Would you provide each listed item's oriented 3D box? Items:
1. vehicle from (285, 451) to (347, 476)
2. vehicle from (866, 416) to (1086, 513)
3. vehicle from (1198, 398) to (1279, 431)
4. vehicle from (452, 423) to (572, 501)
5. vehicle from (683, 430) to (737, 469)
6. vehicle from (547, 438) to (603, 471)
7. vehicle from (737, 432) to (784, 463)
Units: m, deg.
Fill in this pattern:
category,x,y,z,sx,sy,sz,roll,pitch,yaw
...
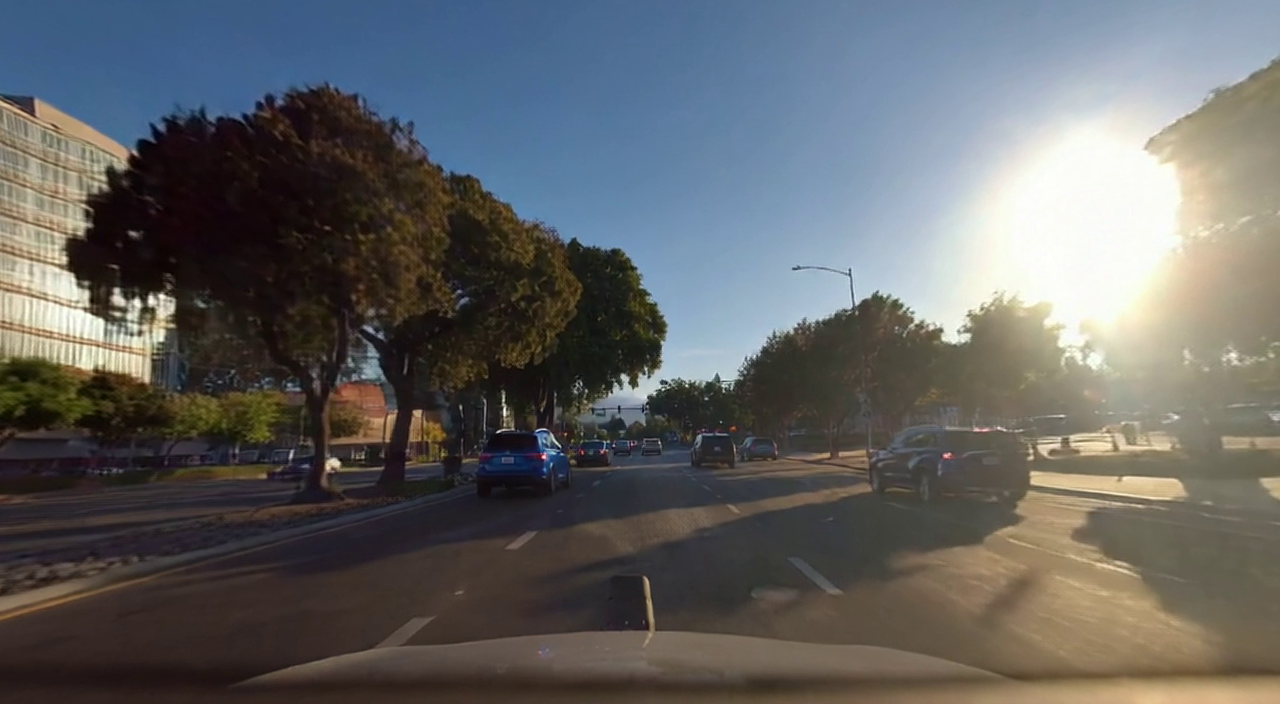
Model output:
category,x,y,z,sx,sy,sz,roll,pitch,yaw
vehicle,-23.229,8.000,45.405,1.983,1.494,4.832,-4,-9,0
vehicle,6.653,2.289,13.239,2.088,1.666,4.512,0,-9,0
vehicle,40.627,4.210,41.906,2.022,1.925,5.391,0,-9,0
vehicle,-3.120,2.808,16.415,2.141,1.719,4.379,0,-9,1
vehicle,3.447,4.928,31.886,2.178,1.804,4.766,0,-8,0
vehicle,-3.017,4.880,30.131,2.036,1.465,4.301,-1,-8,2
vehicle,7.595,6.065,40.090,2.076,1.793,4.464,0,-9,0
